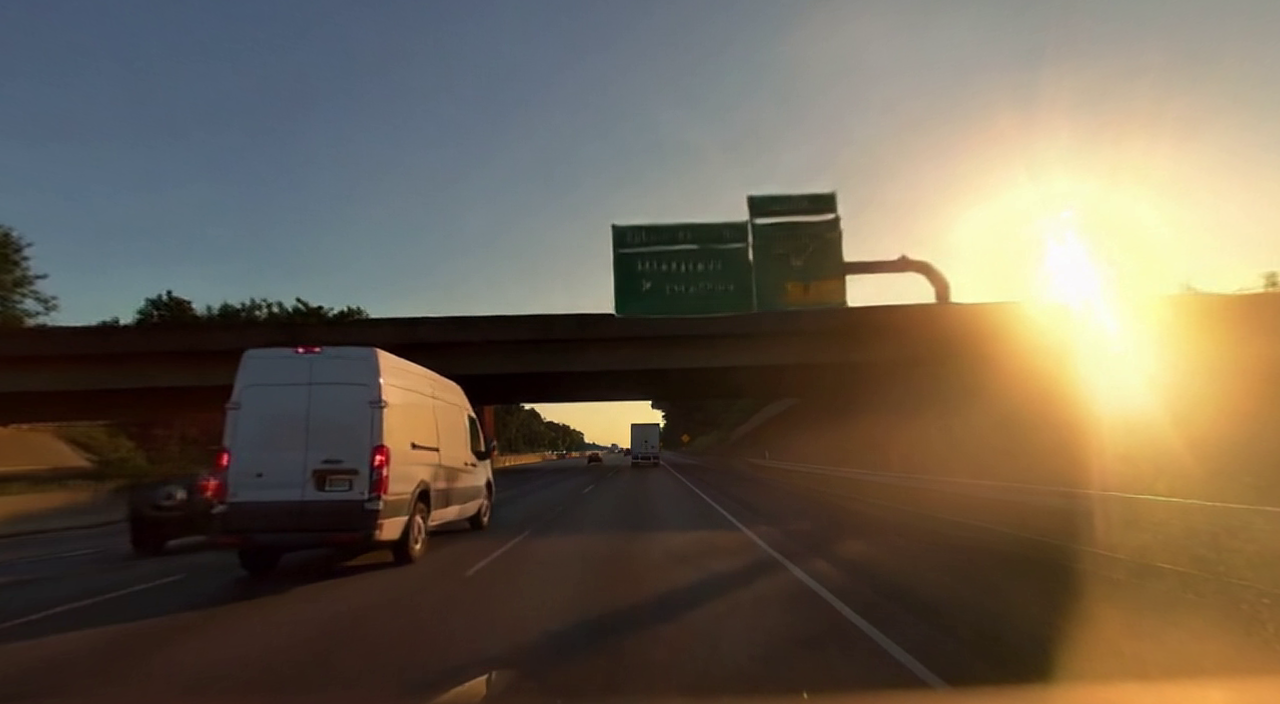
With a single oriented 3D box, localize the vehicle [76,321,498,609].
[{"bbox_3d":[-3.944,1.483,8.933,2.504,2.694,5.934,0,-9,0],"label":"vehicle"}]
